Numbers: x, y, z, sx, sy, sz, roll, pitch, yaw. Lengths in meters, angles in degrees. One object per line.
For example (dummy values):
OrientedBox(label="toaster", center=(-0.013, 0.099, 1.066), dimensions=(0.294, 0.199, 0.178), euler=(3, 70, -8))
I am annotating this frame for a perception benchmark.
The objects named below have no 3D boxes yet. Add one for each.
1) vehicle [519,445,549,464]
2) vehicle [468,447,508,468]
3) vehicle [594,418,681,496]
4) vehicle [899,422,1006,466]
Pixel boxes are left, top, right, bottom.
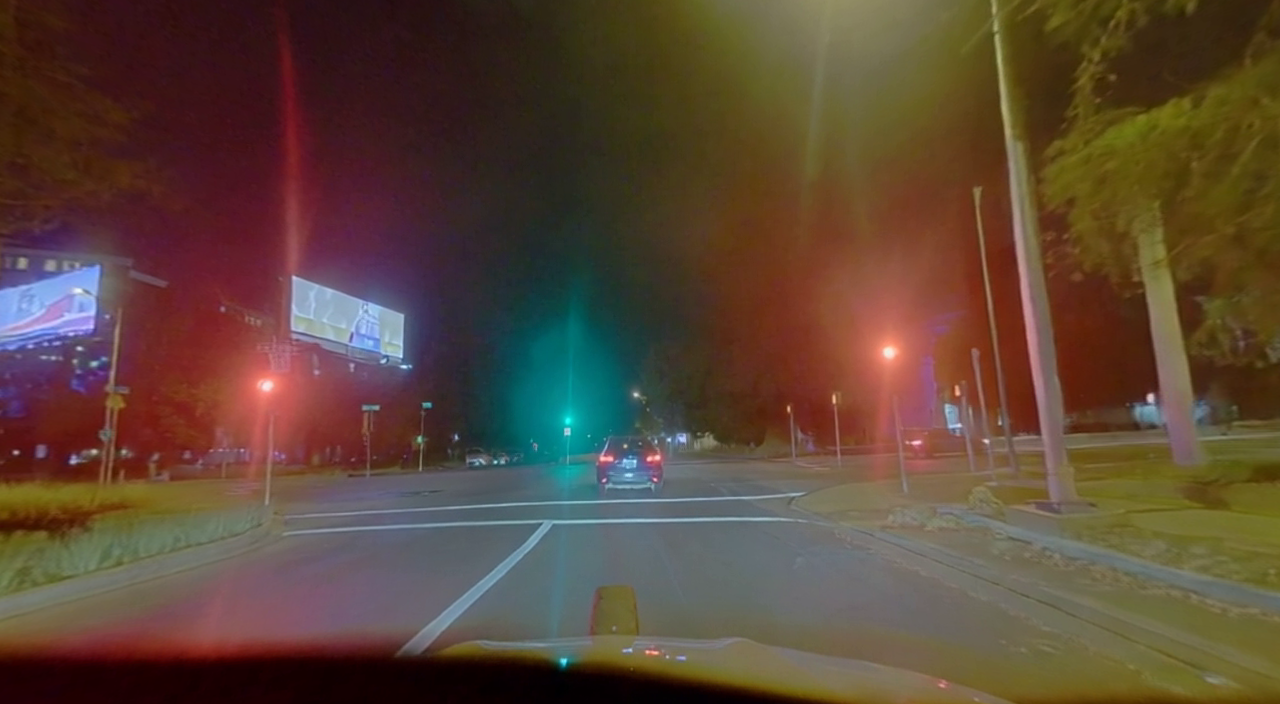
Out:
OrientedBox(label="vehicle", center=(-8.189, 7.948, 48.923), dimensions=(1.886, 1.377, 3.932), euler=(0, -8, -3))
OrientedBox(label="vehicle", center=(-11.011, 7.624, 45.819), dimensions=(1.989, 1.403, 4.331), euler=(0, -8, -3))
OrientedBox(label="vehicle", center=(-0.157, 2.898, 17.608), dimensions=(2.142, 1.904, 3.816), euler=(0, -8, -3))
OrientedBox(label="vehicle", center=(12.097, 3.545, 24.388), dimensions=(3.403, 1.602, 1.716), euler=(2, -9, -19))
